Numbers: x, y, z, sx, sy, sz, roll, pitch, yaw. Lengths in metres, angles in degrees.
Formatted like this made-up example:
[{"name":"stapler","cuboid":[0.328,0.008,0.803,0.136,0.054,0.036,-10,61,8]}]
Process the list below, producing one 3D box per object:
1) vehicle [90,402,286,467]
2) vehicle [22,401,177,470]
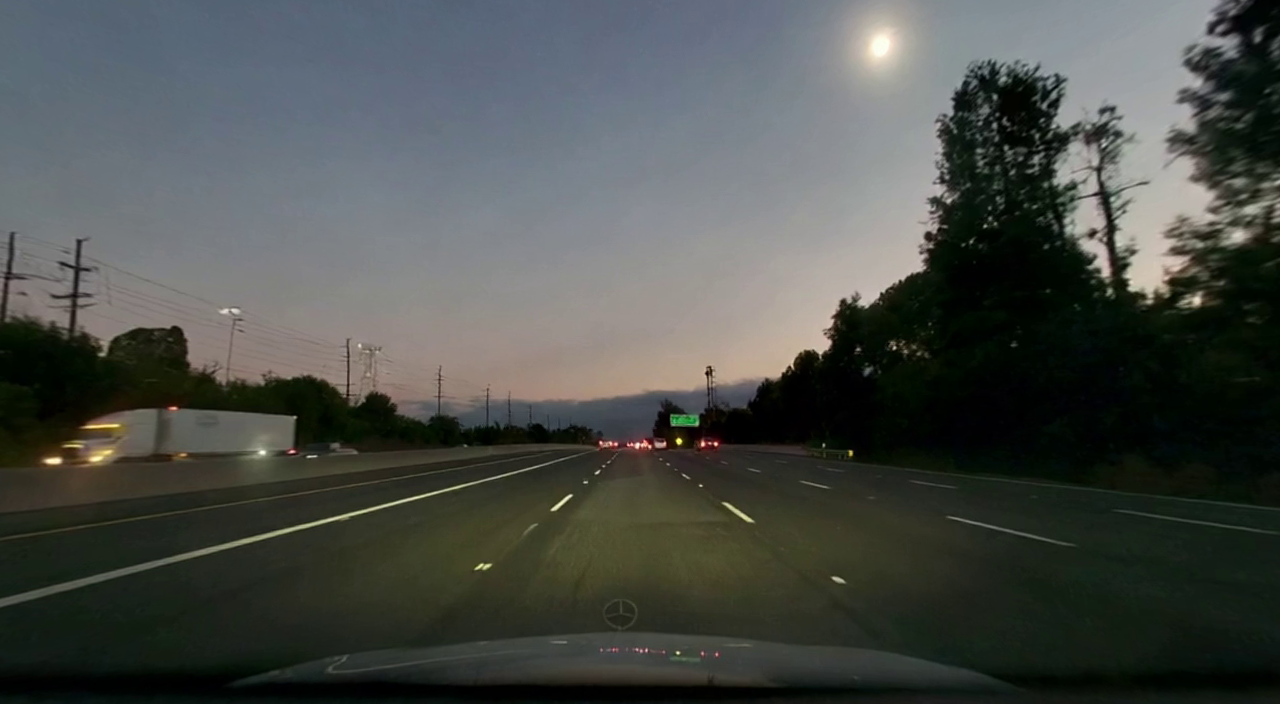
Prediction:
[{"name":"vehicle","cuboid":[-32.538,6.308,47.313,2.879,4.002,16.237,0,-9,0]},{"name":"vehicle","cuboid":[-32.404,5.134,38.411,3.007,3.808,7.031,0,-9,0]}]
